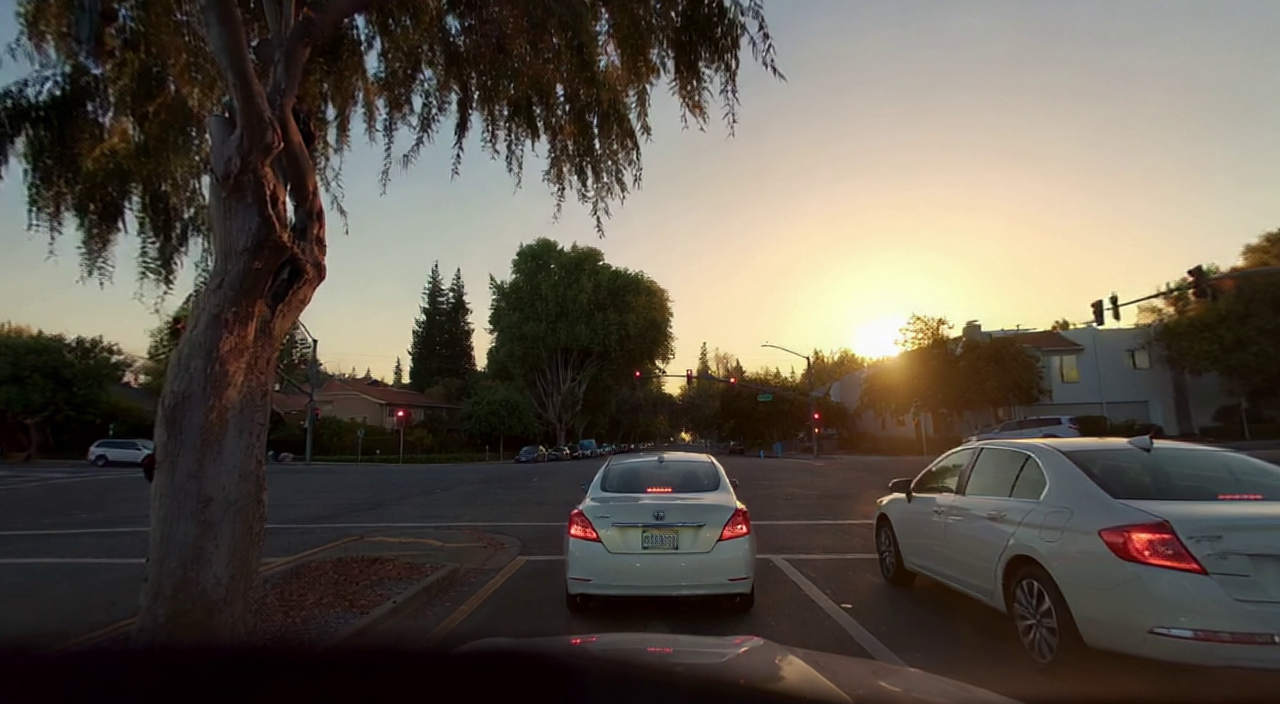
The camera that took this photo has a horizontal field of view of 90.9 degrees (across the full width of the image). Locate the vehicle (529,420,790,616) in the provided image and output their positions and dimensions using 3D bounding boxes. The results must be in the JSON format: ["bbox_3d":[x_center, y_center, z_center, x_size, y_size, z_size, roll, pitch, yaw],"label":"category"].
[{"bbox_3d":[0.112,1.568,6.868,2.017,1.485,3.813,0,-8,-1],"label":"vehicle"}]

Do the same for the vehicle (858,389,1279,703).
[{"bbox_3d":[3.179,1.124,3.889,1.931,1.493,4.555,0,-8,-1],"label":"vehicle"}]

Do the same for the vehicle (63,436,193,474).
[{"bbox_3d":[-24.261,4.871,29.999,4.450,1.684,1.894,0,-8,0],"label":"vehicle"}]
